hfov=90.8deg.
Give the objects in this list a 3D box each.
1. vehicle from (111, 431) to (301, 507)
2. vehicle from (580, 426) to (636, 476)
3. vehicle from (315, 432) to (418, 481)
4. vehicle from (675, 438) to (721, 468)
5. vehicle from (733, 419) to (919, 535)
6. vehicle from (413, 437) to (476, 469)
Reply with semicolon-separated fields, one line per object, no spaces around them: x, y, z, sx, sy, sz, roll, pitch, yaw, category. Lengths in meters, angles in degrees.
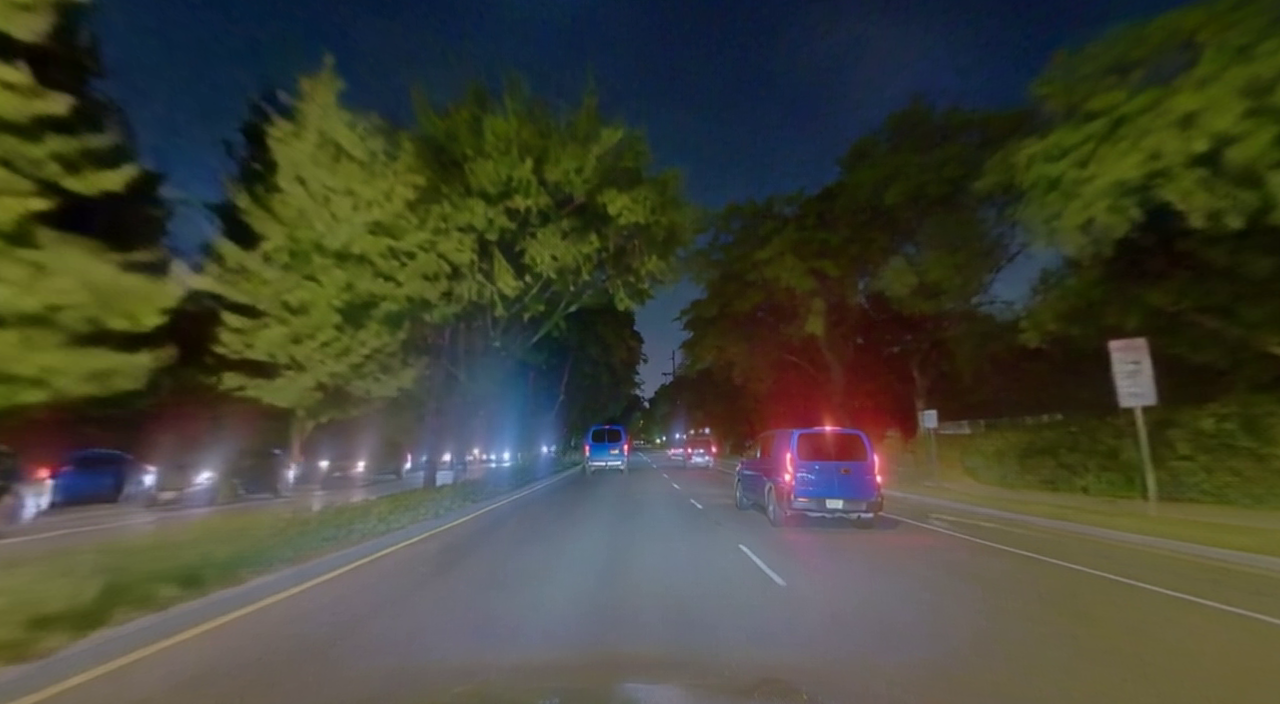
-10.927;2.953;16.379;1.988;1.689;4.047;0;-8;0;vehicle
-1.327;4.404;28.248;2.228;2.054;4.309;0;-8;1;vehicle
-11.101;4.267;26.110;2.091;1.806;4.859;0;-8;0;vehicle
3.372;6.004;37.629;2.248;1.692;4.252;0;-8;-1;vehicle
3.011;2.123;11.295;1.965;1.671;4.146;0;-8;-1;vehicle
-11.265;5.862;36.778;2.192;1.754;4.569;0;-8;0;vehicle
